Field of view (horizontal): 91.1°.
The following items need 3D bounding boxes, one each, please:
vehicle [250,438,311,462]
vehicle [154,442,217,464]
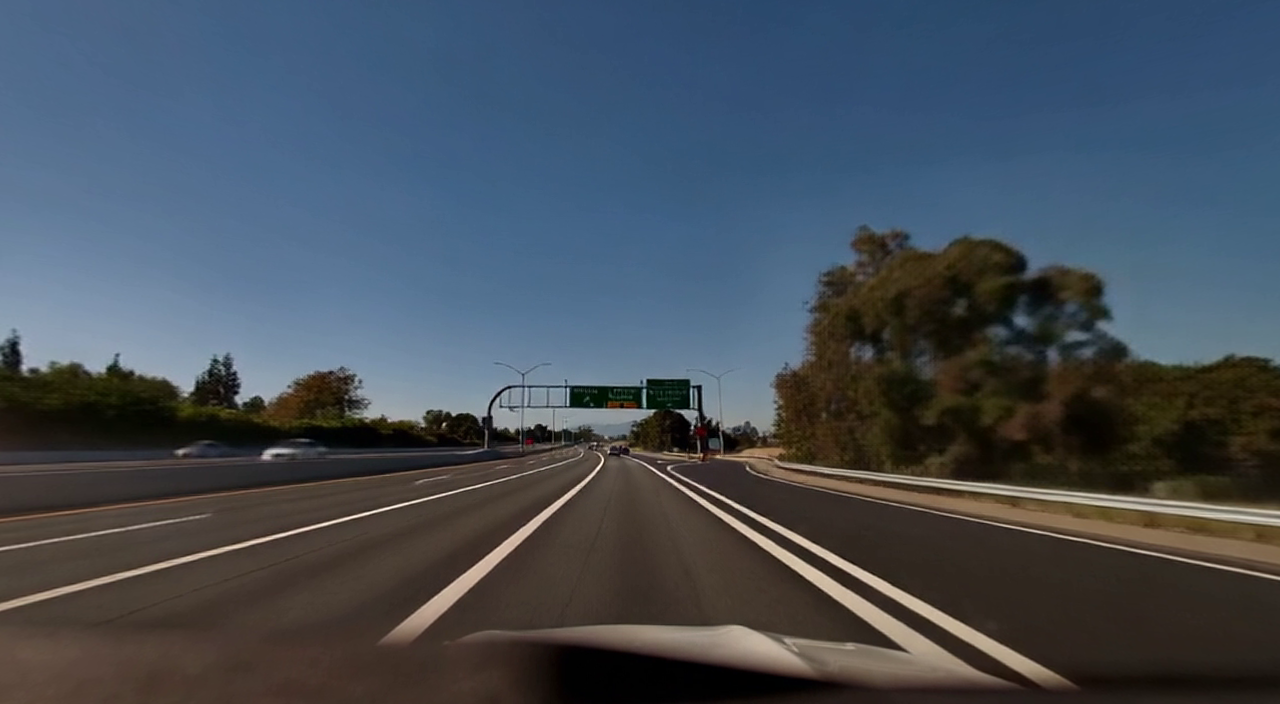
[{"bbox_3d":[-25.191,6.908,44.226,1.897,1.588,4.218,0,-9,-2],"label":"vehicle"},{"bbox_3d":[-32.455,7.255,45.039,1.732,1.467,3.833,0,-9,-2],"label":"vehicle"}]
